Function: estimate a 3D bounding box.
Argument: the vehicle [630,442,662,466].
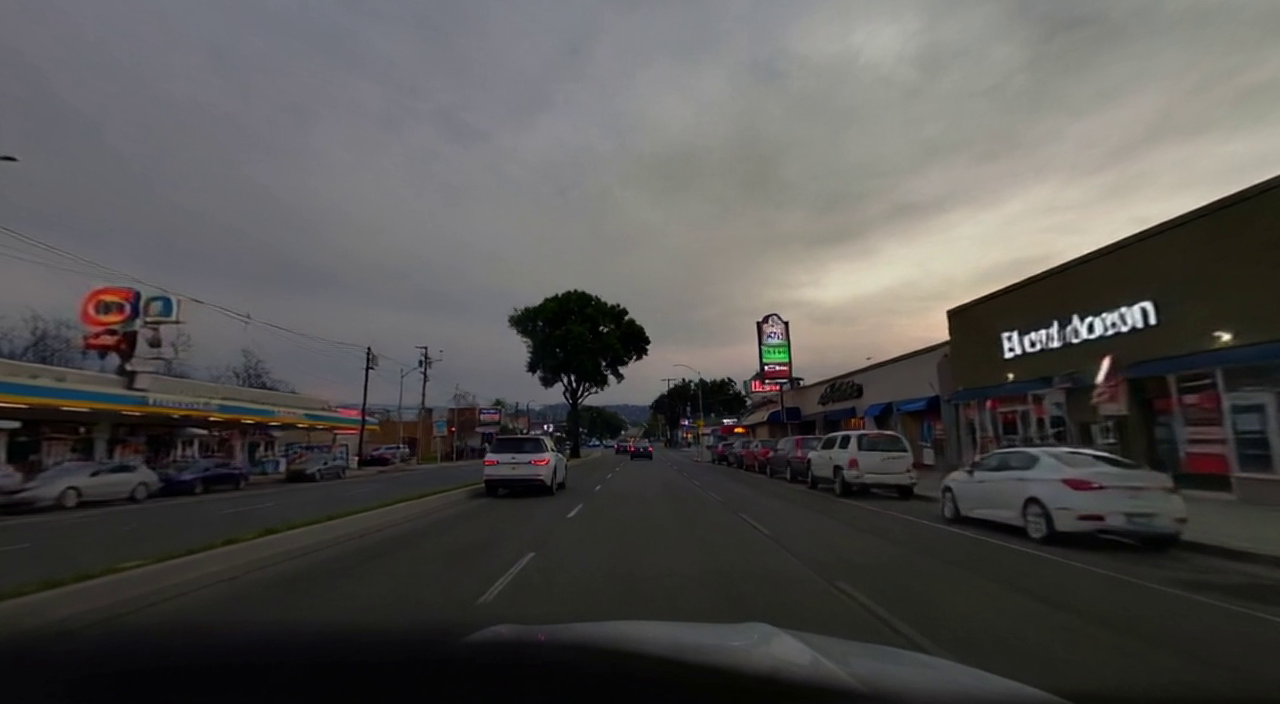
[{"bbox_3d":[0.379,6.887,42.652,2.037,1.484,4.073,0,-9,0],"label":"vehicle"}]

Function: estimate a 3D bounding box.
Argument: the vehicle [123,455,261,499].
[{"bbox_3d":[-17.242,4.796,24.600,2.046,1.458,4.539,0,-9,0],"label":"vehicle"}]

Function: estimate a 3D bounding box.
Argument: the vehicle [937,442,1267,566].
[{"bbox_3d":[6.629,2.166,9.829,1.871,1.478,4.272,0,-9,0],"label":"vehicle"}]

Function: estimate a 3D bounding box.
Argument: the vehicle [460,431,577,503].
[{"bbox_3d":[-3.027,2.982,16.788,2.049,1.646,4.445,-1,-9,2],"label":"vehicle"}]

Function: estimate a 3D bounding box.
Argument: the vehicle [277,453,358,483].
[{"bbox_3d":[-17.209,6.183,33.953,1.894,1.458,4.565,0,-9,1],"label":"vehicle"}]

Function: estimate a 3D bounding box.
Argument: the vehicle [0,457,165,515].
[{"bbox_3d":[-17.335,4.026,19.391,1.800,1.470,4.548,0,-9,2],"label":"vehicle"}]

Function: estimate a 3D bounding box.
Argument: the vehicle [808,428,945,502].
[{"bbox_3d":[6.674,3.257,18.605,2.005,1.858,5.253,0,-9,0],"label":"vehicle"}]
